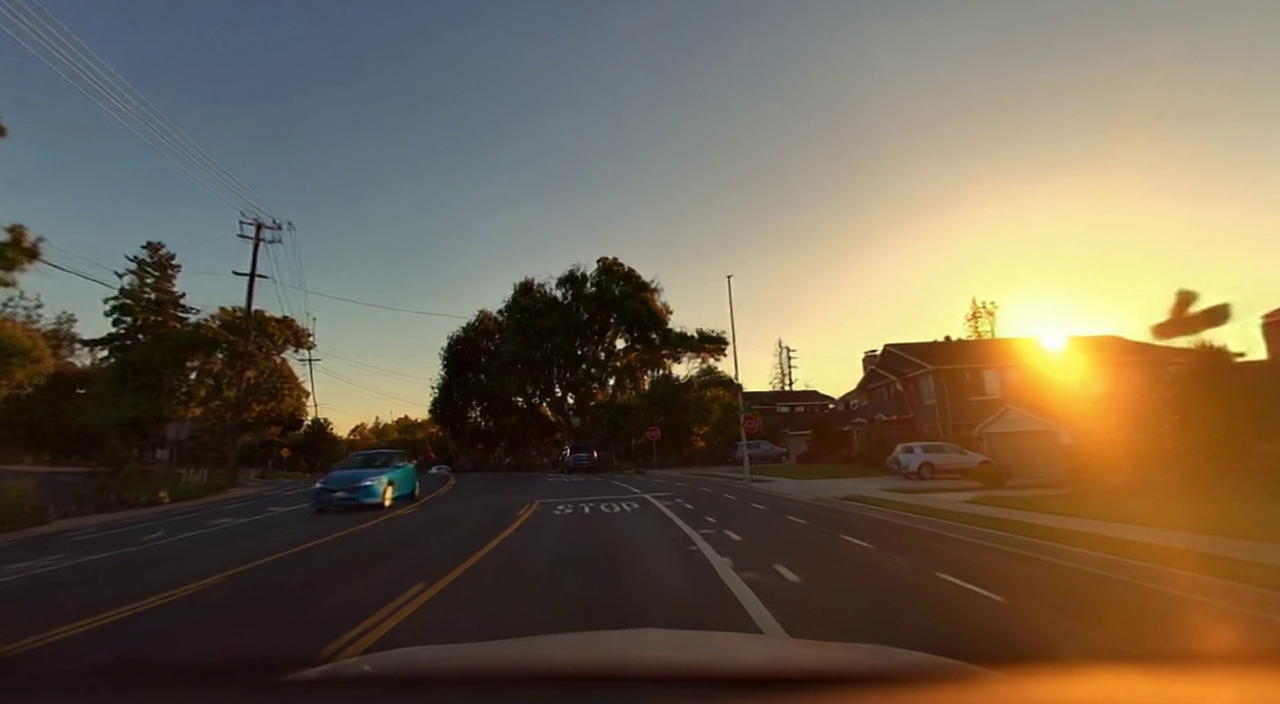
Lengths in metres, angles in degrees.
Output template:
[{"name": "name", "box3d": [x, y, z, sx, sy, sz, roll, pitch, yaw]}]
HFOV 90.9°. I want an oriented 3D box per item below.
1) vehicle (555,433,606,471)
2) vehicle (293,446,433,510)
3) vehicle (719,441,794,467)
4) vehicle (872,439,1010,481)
[{"name": "vehicle", "box3d": [-3.380, 5.478, 34.940, 2.284, 1.741, 4.702, 4, -7, -11]}, {"name": "vehicle", "box3d": [-7.277, 3.308, 17.151, 2.003, 1.483, 4.545, 0, -8, -4]}, {"name": "vehicle", "box3d": [7.893, 6.924, 42.858, 4.582, 1.707, 1.934, 2, -9, -13]}, {"name": "vehicle", "box3d": [11.481, 4.129, 24.215, 4.383, 1.508, 1.884, 1, -8, -6]}]
